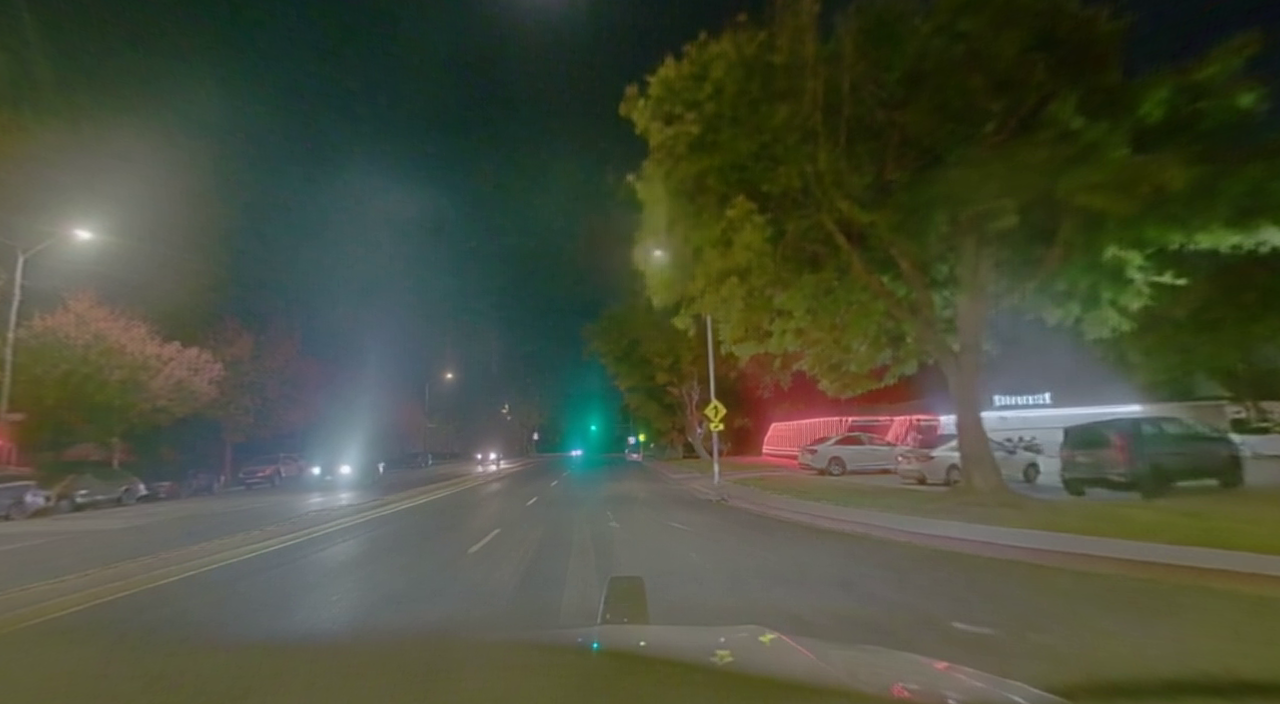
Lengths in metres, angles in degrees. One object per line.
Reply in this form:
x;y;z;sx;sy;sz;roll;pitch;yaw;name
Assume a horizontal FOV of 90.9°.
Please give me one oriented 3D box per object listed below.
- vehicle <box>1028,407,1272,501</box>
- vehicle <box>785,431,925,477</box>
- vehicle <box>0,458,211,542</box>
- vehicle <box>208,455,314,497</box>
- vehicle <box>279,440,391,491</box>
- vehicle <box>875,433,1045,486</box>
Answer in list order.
11.108;2.191;13.766;4.669;1.770;1.896;3;-9;-21;vehicle
8.518;4.066;25.239;4.843;1.748;1.985;1;-9;-6;vehicle
-12.046;3.130;14.009;1.951;1.436;4.624;0;-9;-3;vehicle
-16.409;5.351;27.625;2.093;1.474;4.638;-4;-8;-4;vehicle
-13.184;4.923;27.797;2.228;1.976;5.857;0;-9;-3;vehicle
9.615;3.229;19.088;4.257;1.474;1.751;1;-9;-8;vehicle
